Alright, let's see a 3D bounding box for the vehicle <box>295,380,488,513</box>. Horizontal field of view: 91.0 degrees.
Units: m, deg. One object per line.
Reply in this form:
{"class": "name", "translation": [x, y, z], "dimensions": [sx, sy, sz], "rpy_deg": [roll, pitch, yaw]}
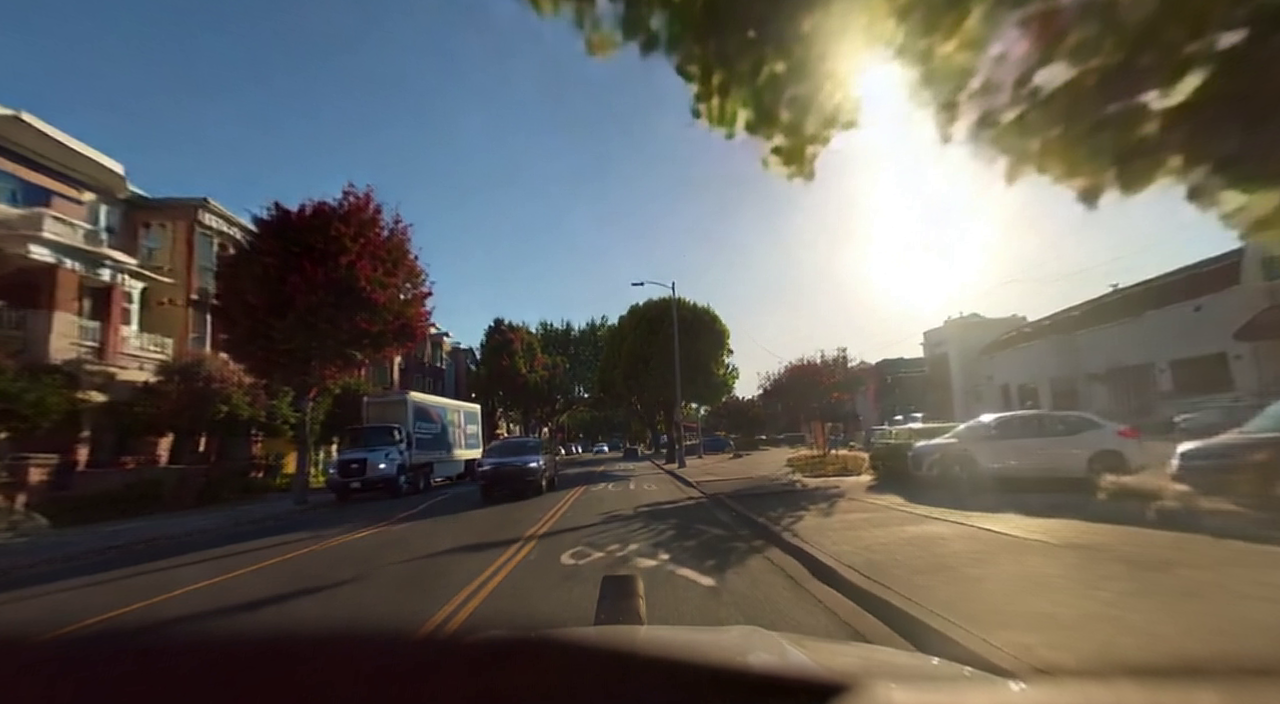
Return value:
{"class": "vehicle", "translation": [-9.107, 3.517, 25.232], "dimensions": [2.986, 3.768, 11.697], "rpy_deg": [-6, -6, -1]}

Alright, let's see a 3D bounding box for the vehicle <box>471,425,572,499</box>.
{"class": "vehicle", "translation": [-3.302, 3.178, 18.573], "dimensions": [2.118, 1.864, 4.640], "rpy_deg": [0, -9, -1]}
